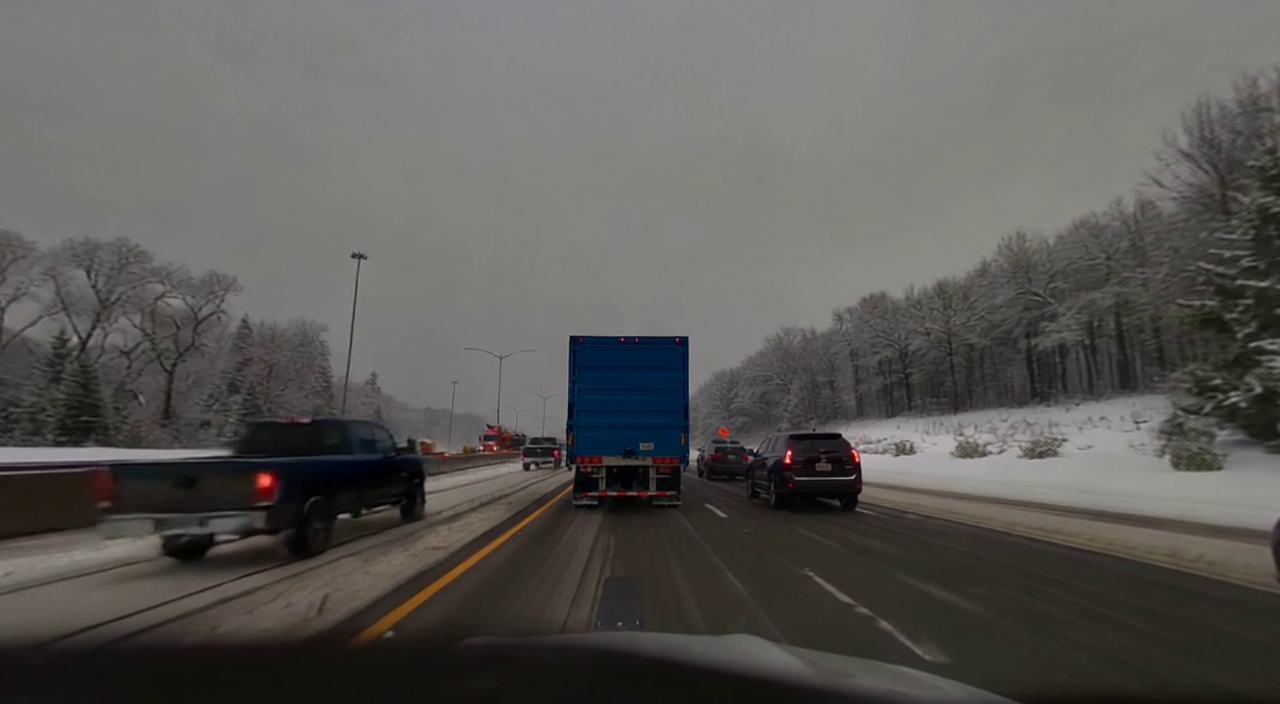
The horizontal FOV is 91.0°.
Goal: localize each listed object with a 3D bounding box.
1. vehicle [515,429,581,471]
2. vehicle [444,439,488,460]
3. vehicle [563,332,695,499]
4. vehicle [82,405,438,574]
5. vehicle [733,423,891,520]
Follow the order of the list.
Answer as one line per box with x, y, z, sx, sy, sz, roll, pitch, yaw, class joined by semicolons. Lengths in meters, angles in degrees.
-4.595;5.068;32.624;2.421;1.965;5.980;0;-9;1;vehicle
-13.046;7.366;47.478;1.887;1.511;4.152;0;-9;4;vehicle
-0.362;2.245;20.005;3.067;3.940;10.154;1;-9;-1;vehicle
-4.738;1.783;8.934;2.095;1.736;4.529;0;-9;2;vehicle
3.384;2.461;13.401;2.103;1.713;4.173;1;-9;-1;vehicle
